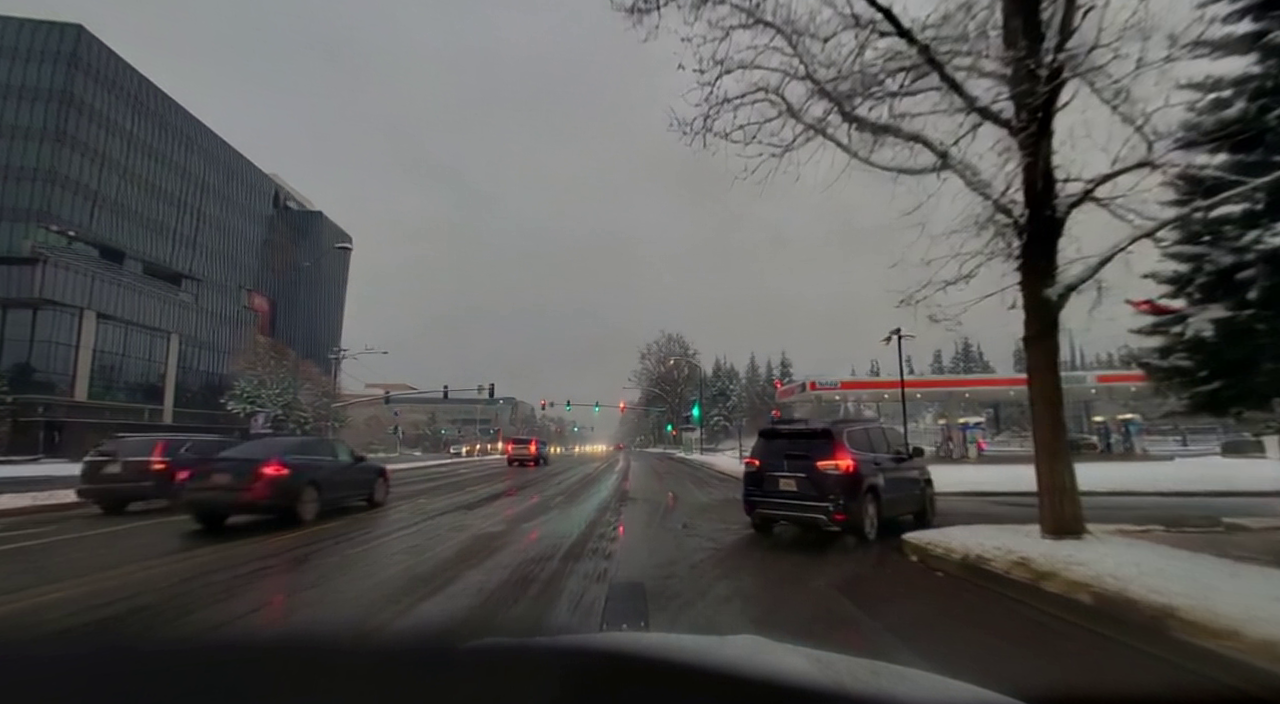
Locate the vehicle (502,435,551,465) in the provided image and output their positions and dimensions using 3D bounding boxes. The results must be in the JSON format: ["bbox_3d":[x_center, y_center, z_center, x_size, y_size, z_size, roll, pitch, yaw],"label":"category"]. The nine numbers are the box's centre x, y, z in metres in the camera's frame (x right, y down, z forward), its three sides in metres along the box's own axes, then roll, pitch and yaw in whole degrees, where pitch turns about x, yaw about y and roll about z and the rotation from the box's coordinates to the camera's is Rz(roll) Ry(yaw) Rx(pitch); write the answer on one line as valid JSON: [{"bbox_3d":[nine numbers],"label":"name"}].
[{"bbox_3d":[-6.638,5.805,37.310,2.018,1.658,4.391,0,-8,0],"label":"vehicle"}]

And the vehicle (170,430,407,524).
[{"bbox_3d":[-6.378,2.300,12.185,1.900,1.473,4.425,0,-8,2],"label":"vehicle"}]

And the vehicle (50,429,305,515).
[{"bbox_3d":[-9.648,2.520,13.817,1.965,1.541,4.718,0,-8,1],"label":"vehicle"}]

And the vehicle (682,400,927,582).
[{"bbox_3d":[2.536,1.716,8.697,2.169,1.751,4.613,-5,-10,28],"label":"vehicle"}]

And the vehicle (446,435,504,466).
[{"bbox_3d":[-9.609,5.779,37.036,2.068,1.659,4.509,0,-8,1],"label":"vehicle"}]

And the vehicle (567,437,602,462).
[{"bbox_3d":[-3.947,7.022,45.628,2.081,1.698,4.362,0,-8,1],"label":"vehicle"}]
